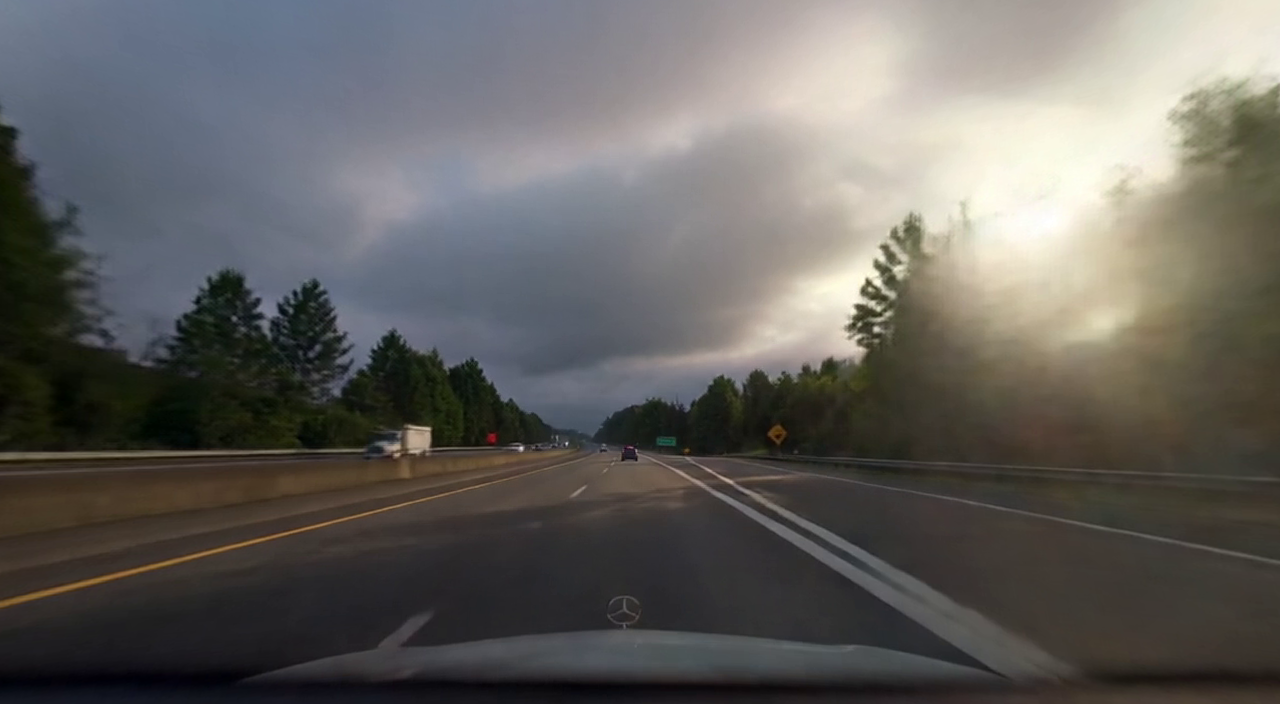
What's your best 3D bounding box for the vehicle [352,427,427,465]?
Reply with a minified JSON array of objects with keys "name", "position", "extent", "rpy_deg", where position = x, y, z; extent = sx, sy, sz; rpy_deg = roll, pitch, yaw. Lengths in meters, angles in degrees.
[{"name":"vehicle","position":[-17.190,6.538,43.755],"extent":[2.404,2.444,7.112],"rpy_deg":[0,-9,-1]}]
